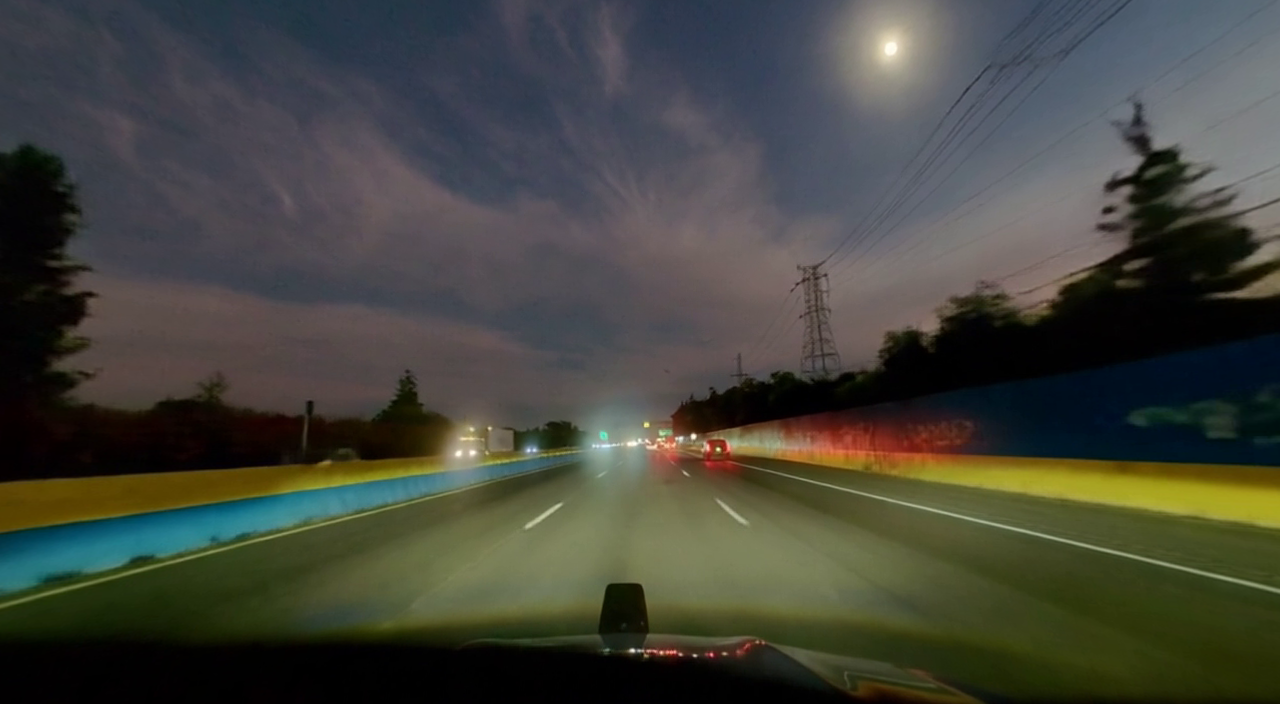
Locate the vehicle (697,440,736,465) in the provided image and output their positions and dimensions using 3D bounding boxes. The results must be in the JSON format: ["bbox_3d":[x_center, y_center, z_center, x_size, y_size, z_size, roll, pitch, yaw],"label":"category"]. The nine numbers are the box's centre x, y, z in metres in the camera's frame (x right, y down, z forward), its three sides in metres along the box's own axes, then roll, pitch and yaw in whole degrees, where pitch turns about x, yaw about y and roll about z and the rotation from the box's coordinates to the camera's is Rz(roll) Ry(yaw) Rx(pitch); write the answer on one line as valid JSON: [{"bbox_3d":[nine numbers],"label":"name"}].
[{"bbox_3d":[4.863,6.448,40.591,1.991,1.494,3.951,0,-8,0],"label":"vehicle"}]

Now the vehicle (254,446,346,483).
[{"bbox_3d":[-14.765,4.875,27.592,1.824,1.488,3.872,0,-8,1],"label":"vehicle"}]
